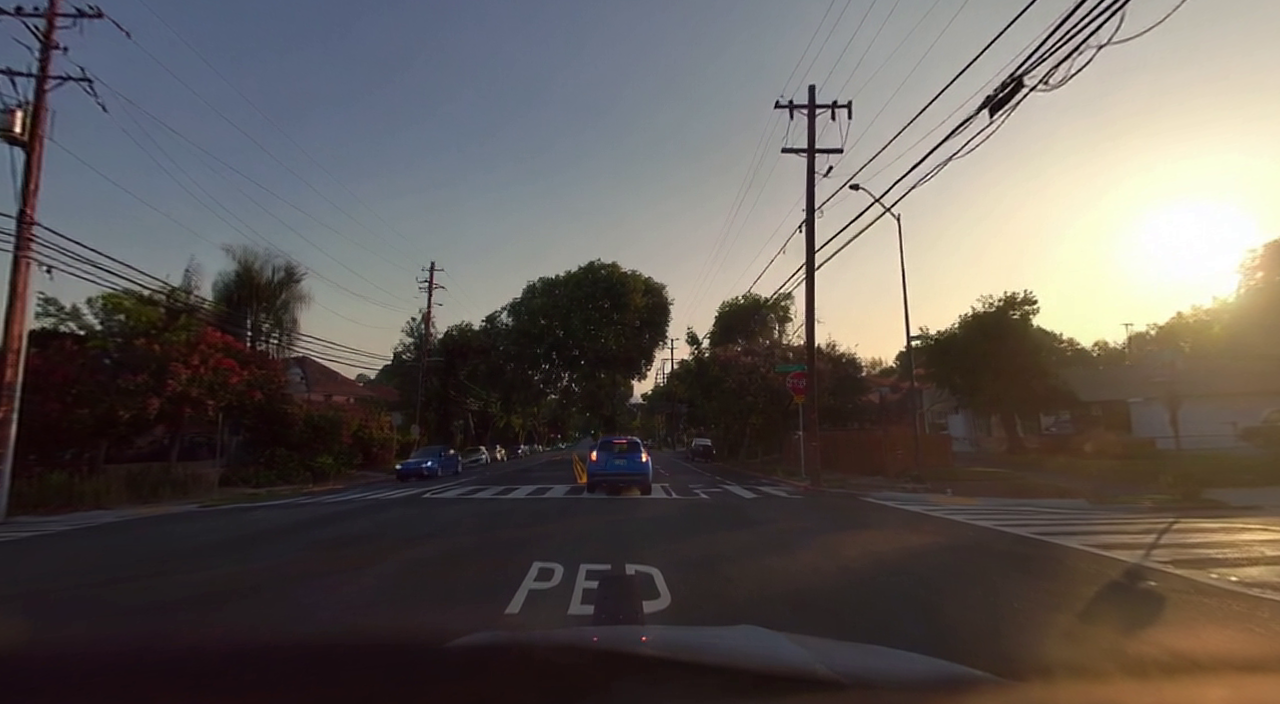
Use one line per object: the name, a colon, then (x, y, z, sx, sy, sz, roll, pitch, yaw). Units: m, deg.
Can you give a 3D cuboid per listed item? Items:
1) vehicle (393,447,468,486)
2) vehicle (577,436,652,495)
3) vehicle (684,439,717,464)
vehicle: (-8.716, 4.767, 26.645, 1.934, 1.506, 4.032, 0, -8, -3)
vehicle: (-0.662, 3.106, 17.657, 1.877, 1.448, 3.830, 0, -8, -1)
vehicle: (4.440, 7.407, 47.091, 2.101, 1.744, 4.466, 0, -8, 1)
